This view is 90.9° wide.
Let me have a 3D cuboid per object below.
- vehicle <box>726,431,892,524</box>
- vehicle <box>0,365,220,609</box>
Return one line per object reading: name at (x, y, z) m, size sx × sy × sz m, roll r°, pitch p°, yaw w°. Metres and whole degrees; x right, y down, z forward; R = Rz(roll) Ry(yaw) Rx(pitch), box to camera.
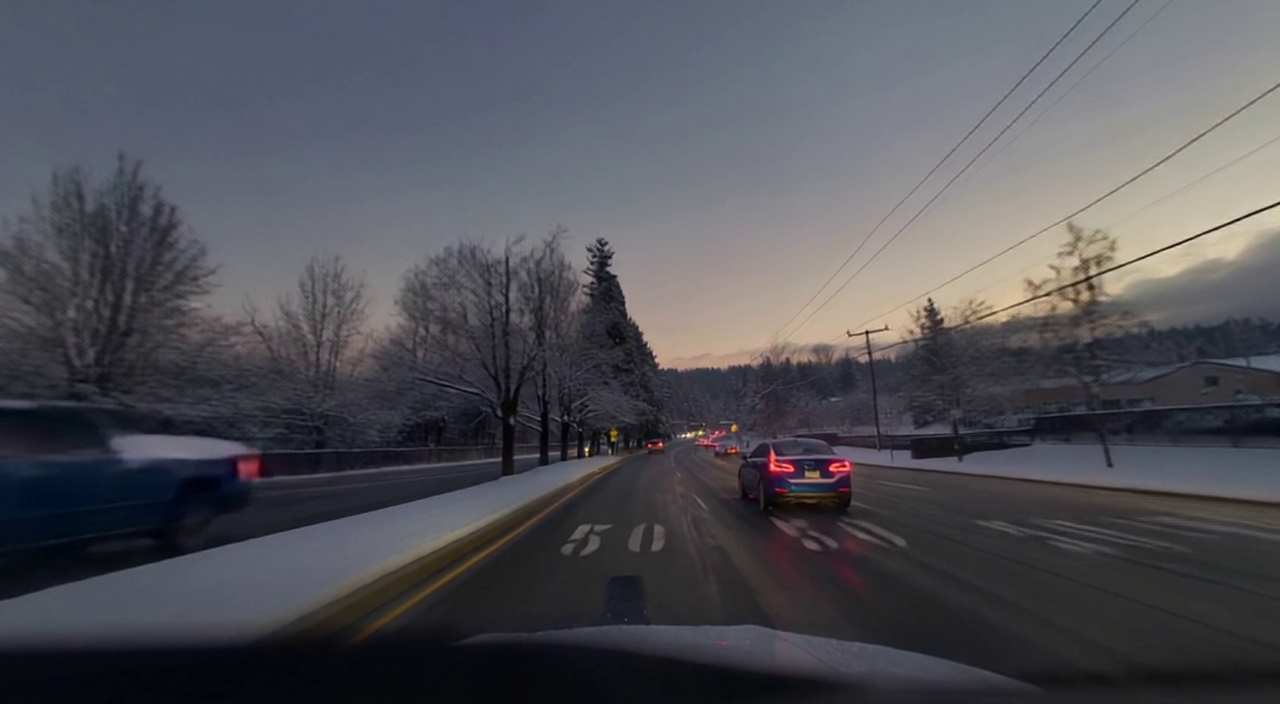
vehicle at (3.036, 2.350, 12.402) m, size 2.063 × 1.481 × 4.247 m, roll 0°, pitch -8°, yaw 0°
vehicle at (-5.981, 1.091, 5.186) m, size 1.983 × 1.882 × 4.281 m, roll 0°, pitch -8°, yaw 1°
